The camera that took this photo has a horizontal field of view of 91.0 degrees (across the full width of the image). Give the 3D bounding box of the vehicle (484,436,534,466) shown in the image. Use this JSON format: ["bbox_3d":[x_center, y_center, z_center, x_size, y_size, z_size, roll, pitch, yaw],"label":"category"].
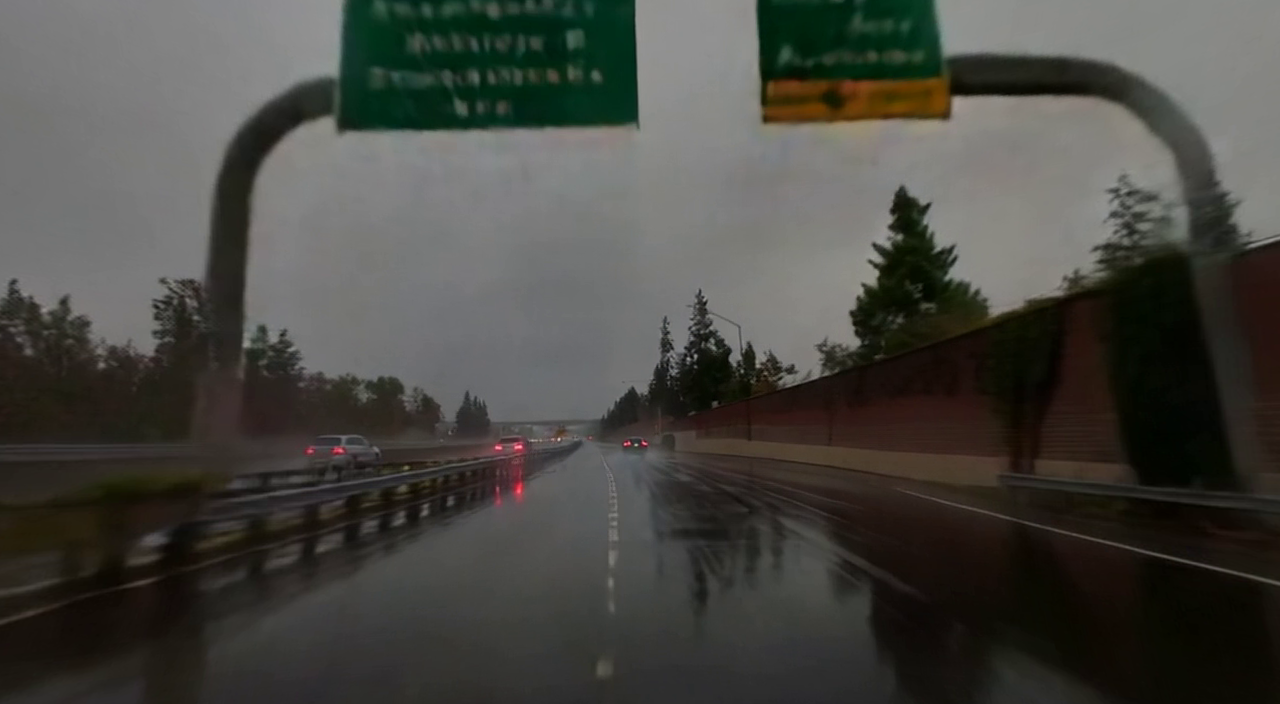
[{"bbox_3d":[-7.933,6.057,38.668,2.151,1.707,4.759,0,-8,-1],"label":"vehicle"}]

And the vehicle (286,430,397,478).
[{"bbox_3d":[-11.200,3.869,24.054,2.025,1.618,4.683,0,-9,-1],"label":"vehicle"}]
